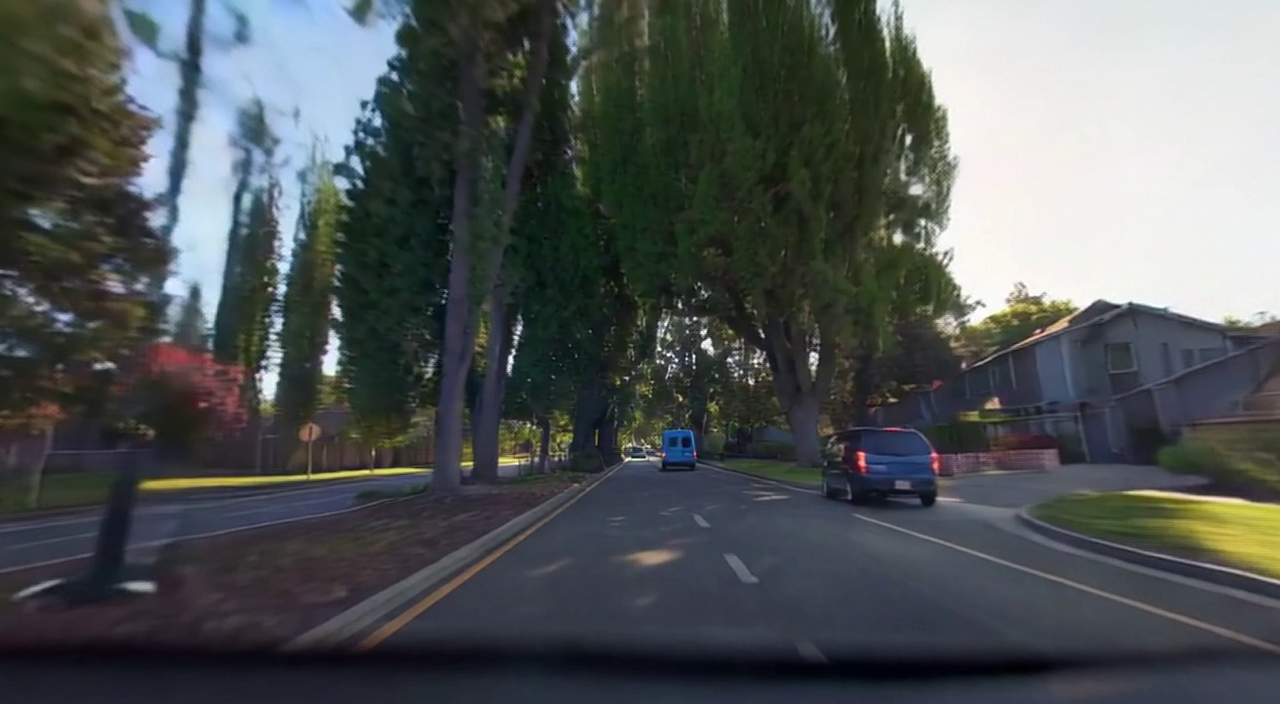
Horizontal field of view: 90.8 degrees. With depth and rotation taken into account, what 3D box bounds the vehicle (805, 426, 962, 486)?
[{"bbox_3d":[9.190,3.963,24.294,4.990,2.142,2.488,0,-8,1],"label":"vehicle"}]
